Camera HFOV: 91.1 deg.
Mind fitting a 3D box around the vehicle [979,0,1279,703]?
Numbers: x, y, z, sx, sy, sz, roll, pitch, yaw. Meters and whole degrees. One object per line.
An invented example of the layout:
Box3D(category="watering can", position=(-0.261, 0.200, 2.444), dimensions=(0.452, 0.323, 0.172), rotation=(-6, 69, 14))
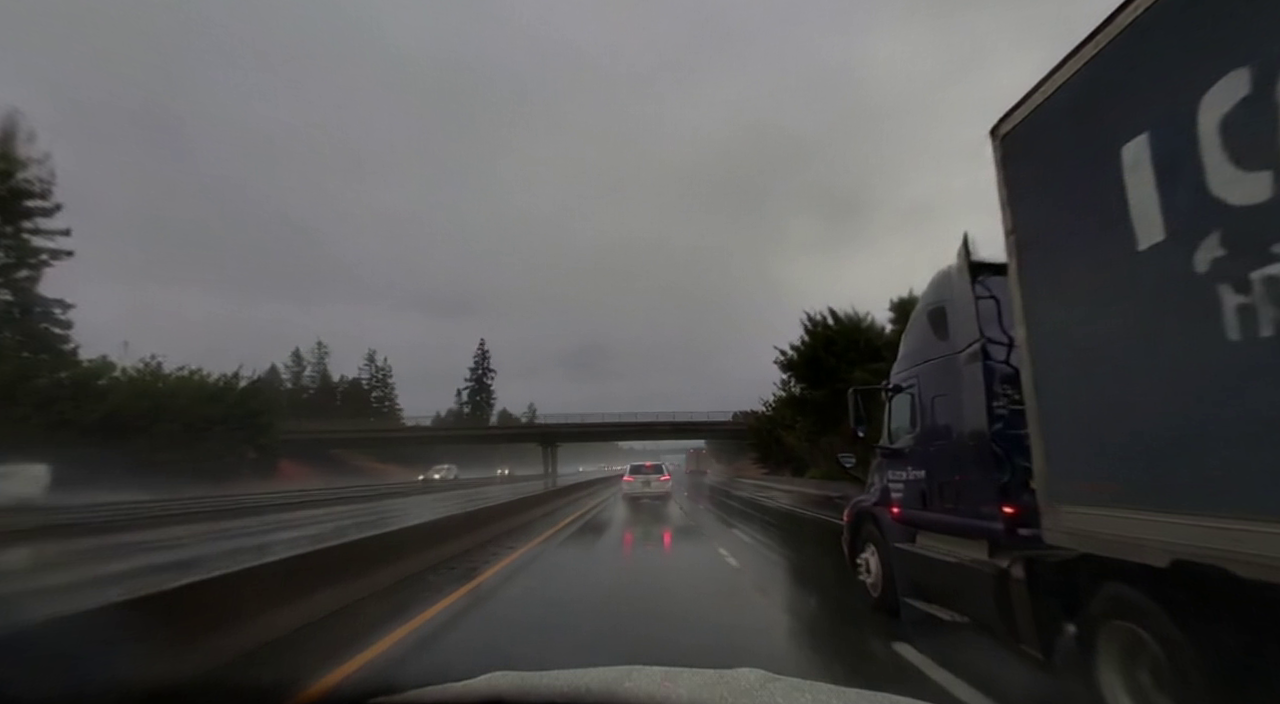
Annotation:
Box3D(category="vehicle", position=(4.330, -0.086, 1.992), dimensions=(3.008, 3.920, 5.910), rotation=(1, -10, 0))

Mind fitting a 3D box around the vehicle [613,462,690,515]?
Box3D(category="vehicle", position=(0.332, 4.187, 19.608), dimensions=(2.156, 1.444, 3.762), rotation=(1, -10, 0))
